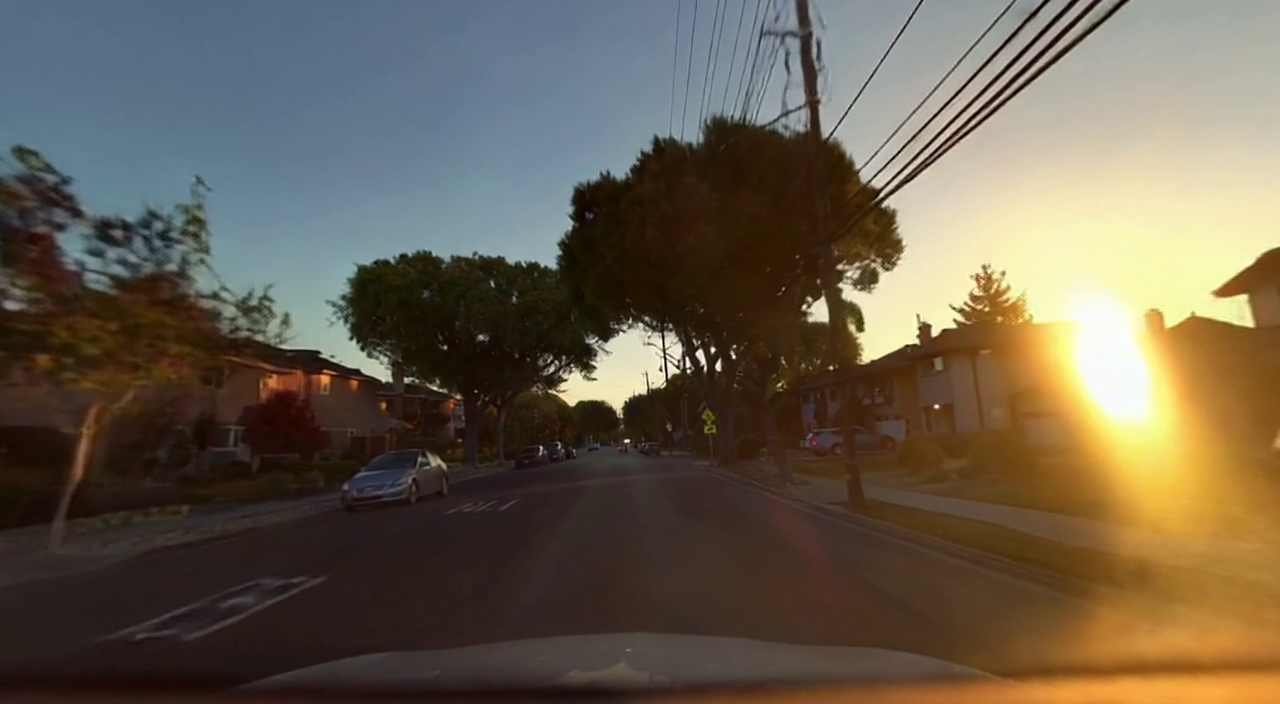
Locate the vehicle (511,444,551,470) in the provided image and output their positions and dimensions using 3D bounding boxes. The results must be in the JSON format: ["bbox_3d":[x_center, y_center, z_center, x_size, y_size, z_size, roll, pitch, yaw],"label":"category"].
[{"bbox_3d":[-7.453,7.214,43.539,2.041,1.587,3.920,-2,-8,0],"label":"vehicle"}]

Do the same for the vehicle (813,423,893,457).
[{"bbox_3d":[13.031,5.411,38.700,4.145,1.767,1.880,-8,-9,29],"label":"vehicle"}]

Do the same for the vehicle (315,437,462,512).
[{"bbox_3d":[-6.924,3.391,18.167,2.162,1.757,5.201,-2,-8,-1],"label":"vehicle"}]

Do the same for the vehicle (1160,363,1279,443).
[{"bbox_3d":[30.470,2.512,30.179,2.916,3.552,9.445,0,-8,-2],"label":"vehicle"}]
